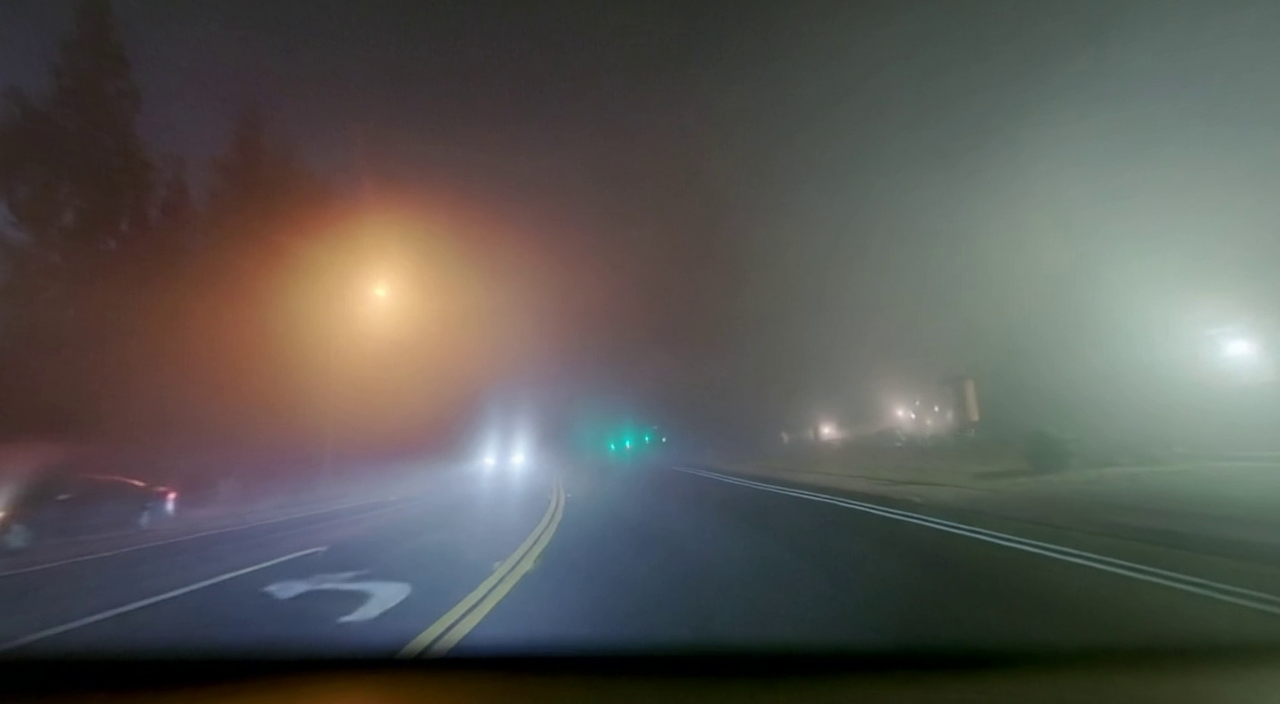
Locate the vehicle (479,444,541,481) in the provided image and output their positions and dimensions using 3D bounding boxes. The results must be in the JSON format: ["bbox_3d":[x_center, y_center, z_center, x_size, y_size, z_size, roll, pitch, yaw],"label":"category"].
[{"bbox_3d":[-6.045,5.161,29.836,1.951,1.612,4.269,0,-8,1],"label":"vehicle"}]

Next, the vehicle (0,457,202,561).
[{"bbox_3d":[-11.969,3.056,12.856,2.066,1.681,5.292,-1,-8,3],"label":"vehicle"}]
